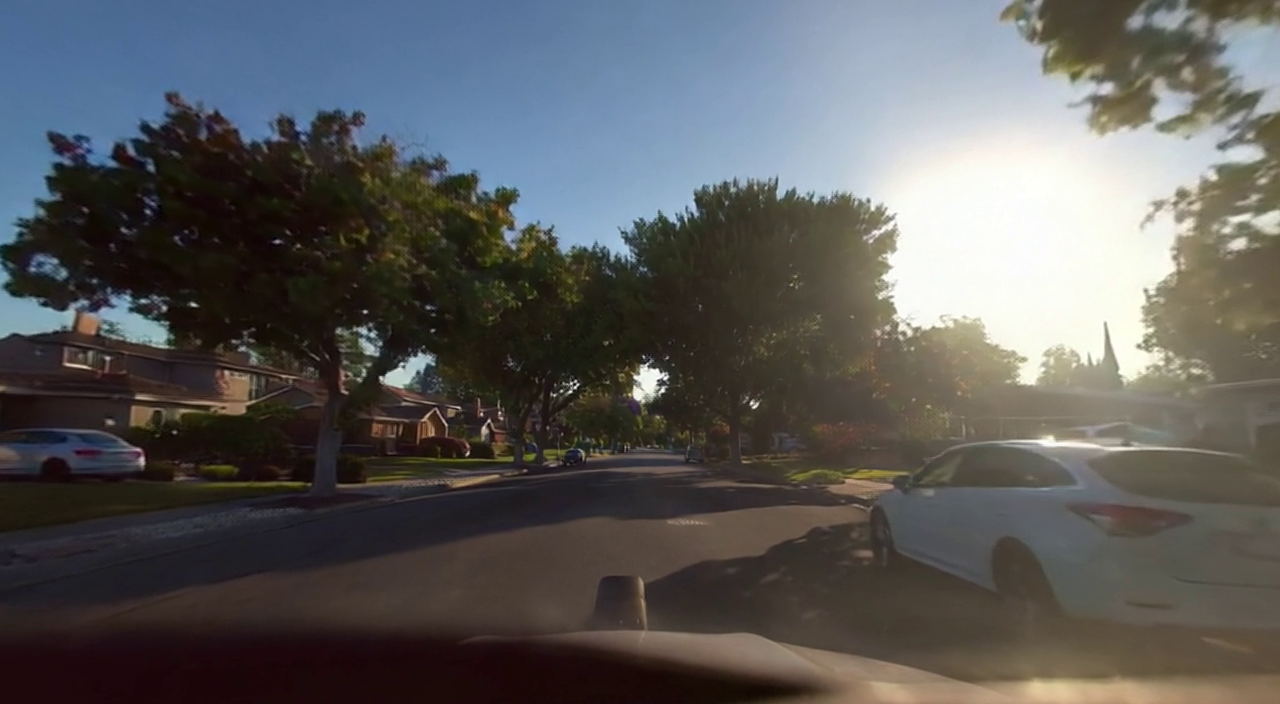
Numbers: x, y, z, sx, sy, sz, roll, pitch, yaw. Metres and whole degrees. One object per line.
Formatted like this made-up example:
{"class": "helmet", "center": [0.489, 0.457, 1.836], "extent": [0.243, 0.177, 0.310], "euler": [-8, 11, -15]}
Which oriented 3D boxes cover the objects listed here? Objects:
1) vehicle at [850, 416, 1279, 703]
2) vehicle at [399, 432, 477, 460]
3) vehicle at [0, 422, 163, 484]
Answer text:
{"class": "vehicle", "center": [3.890, 1.532, 5.979], "extent": [2.136, 1.596, 4.790], "euler": [0, -9, 0]}
{"class": "vehicle", "center": [-15.093, 7.104, 47.348], "extent": [5.003, 1.805, 2.041], "euler": [10, -14, -37]}
{"class": "vehicle", "center": [-16.642, 2.826, 17.764], "extent": [4.607, 1.573, 2.058], "euler": [2, -9, -5]}
